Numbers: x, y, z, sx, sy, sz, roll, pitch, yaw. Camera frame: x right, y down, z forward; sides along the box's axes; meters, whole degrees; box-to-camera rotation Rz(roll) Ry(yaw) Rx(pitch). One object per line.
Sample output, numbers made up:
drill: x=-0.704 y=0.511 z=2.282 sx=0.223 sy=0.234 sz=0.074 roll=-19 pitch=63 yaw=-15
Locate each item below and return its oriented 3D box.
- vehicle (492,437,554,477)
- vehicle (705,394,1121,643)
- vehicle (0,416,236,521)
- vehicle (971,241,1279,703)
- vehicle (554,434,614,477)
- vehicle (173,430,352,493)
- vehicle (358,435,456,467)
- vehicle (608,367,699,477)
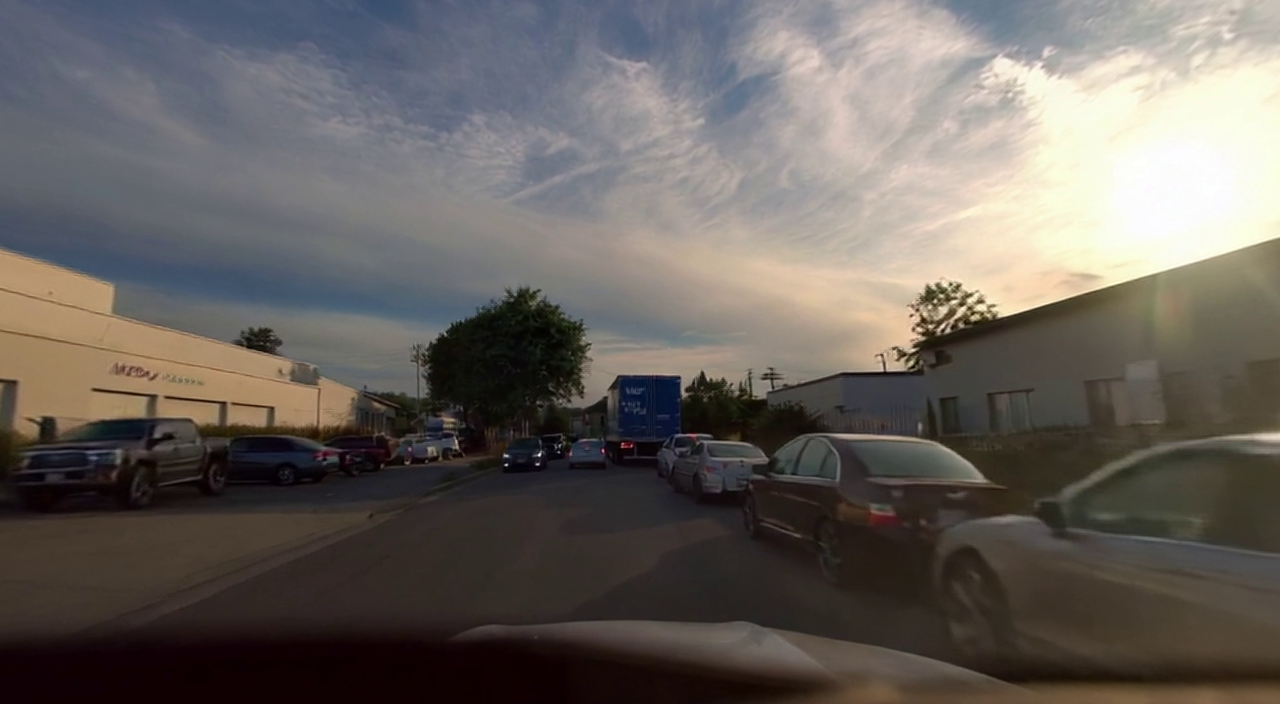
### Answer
vehicle: x=-4.717 y=4.258 z=25.902 sx=1.989 sy=1.481 sz=4.008 roll=0 pitch=-8 yaw=-3
vehicle: x=2.133 y=1.437 z=6.575 sx=1.900 sy=1.644 sz=4.448 roll=1 pitch=-8 yaw=-7
vehicle: x=-10.364 y=2.281 z=12.792 sx=1.996 sy=1.719 sz=4.382 roll=3 pitch=-9 yaw=-11
vehicle: x=2.510 y=0.602 z=1.730 sx=1.686 sy=1.786 sz=2.276 roll=-1 pitch=-9 yaw=-6
vehicle: x=-2.171 y=4.013 z=24.720 sx=2.160 sy=1.498 sz=3.909 roll=0 pitch=-8 yaw=-4
vehicle: x=-9.859 y=2.863 z=16.727 sx=3.569 sy=1.520 sz=1.797 roll=1 pitch=-8 yaw=-7
vehicle: x=-11.053 y=4.725 z=30.106 sx=4.015 sy=1.461 sz=1.903 roll=1 pitch=-8 yaw=-8
vehicle: x=0.147 y=3.628 z=30.821 sx=2.865 sy=4.113 sz=14.471 roll=1 pitch=-8 yaw=-5
